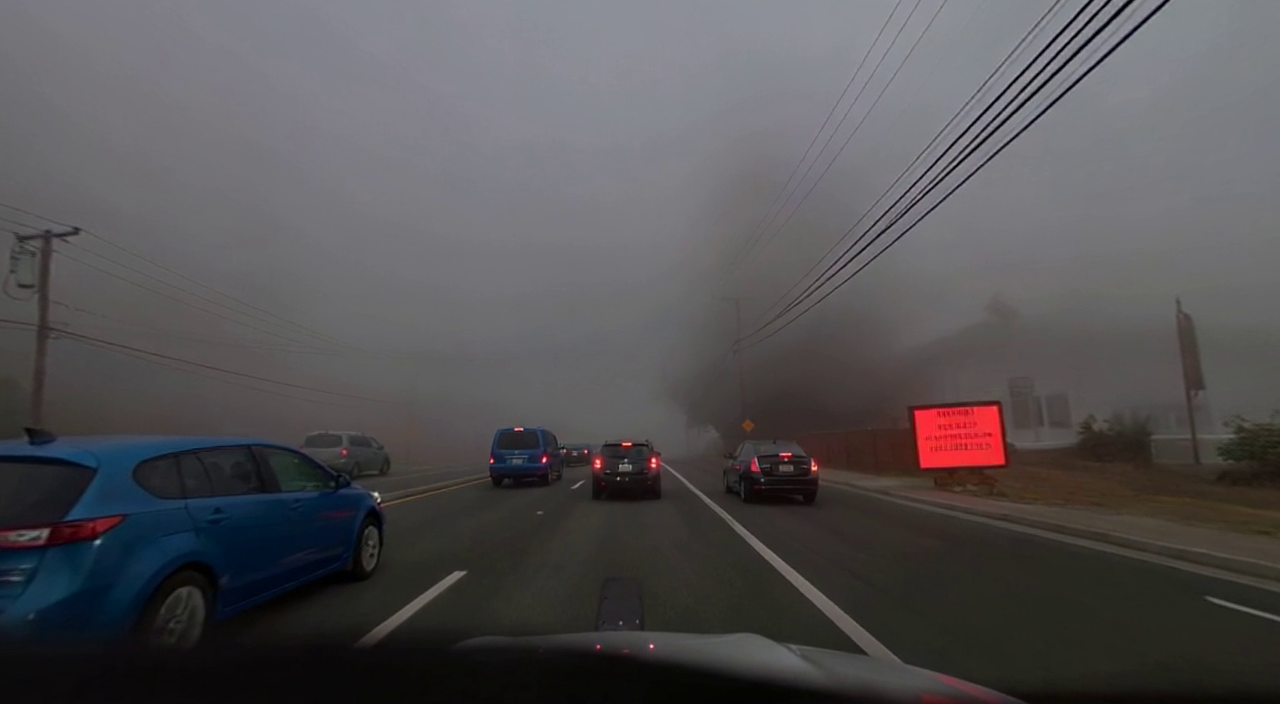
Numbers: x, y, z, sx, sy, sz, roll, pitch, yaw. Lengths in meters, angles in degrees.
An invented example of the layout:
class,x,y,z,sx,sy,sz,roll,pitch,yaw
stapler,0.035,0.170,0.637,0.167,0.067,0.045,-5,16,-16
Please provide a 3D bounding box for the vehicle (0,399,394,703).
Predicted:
class,x,y,z,sx,sy,sz,roll,pitch,yaw
vehicle,-3.288,1.089,3.541,2.004,1.454,4.349,0,-8,1

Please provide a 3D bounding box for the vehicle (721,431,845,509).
class,x,y,z,sx,sy,sz,roll,pitch,yaw
vehicle,3.074,2.604,14.395,1.880,1.521,3.724,0,-8,-1

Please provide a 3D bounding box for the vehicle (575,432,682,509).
class,x,y,z,sx,sy,sz,roll,pitch,yaw
vehicle,-0.238,2.615,14.380,2.097,1.511,3.809,0,-8,0

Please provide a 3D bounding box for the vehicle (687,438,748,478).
class,x,y,z,sx,sy,sz,roll,pitch,yaw
vehicle,3.119,4.357,26.217,1.878,1.479,4.461,0,-8,-1

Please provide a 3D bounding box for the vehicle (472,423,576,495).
class,x,y,z,sx,sy,sz,roll,pitch,yaw
vehicle,-3.258,3.136,18.834,2.092,1.839,4.736,0,-8,1
